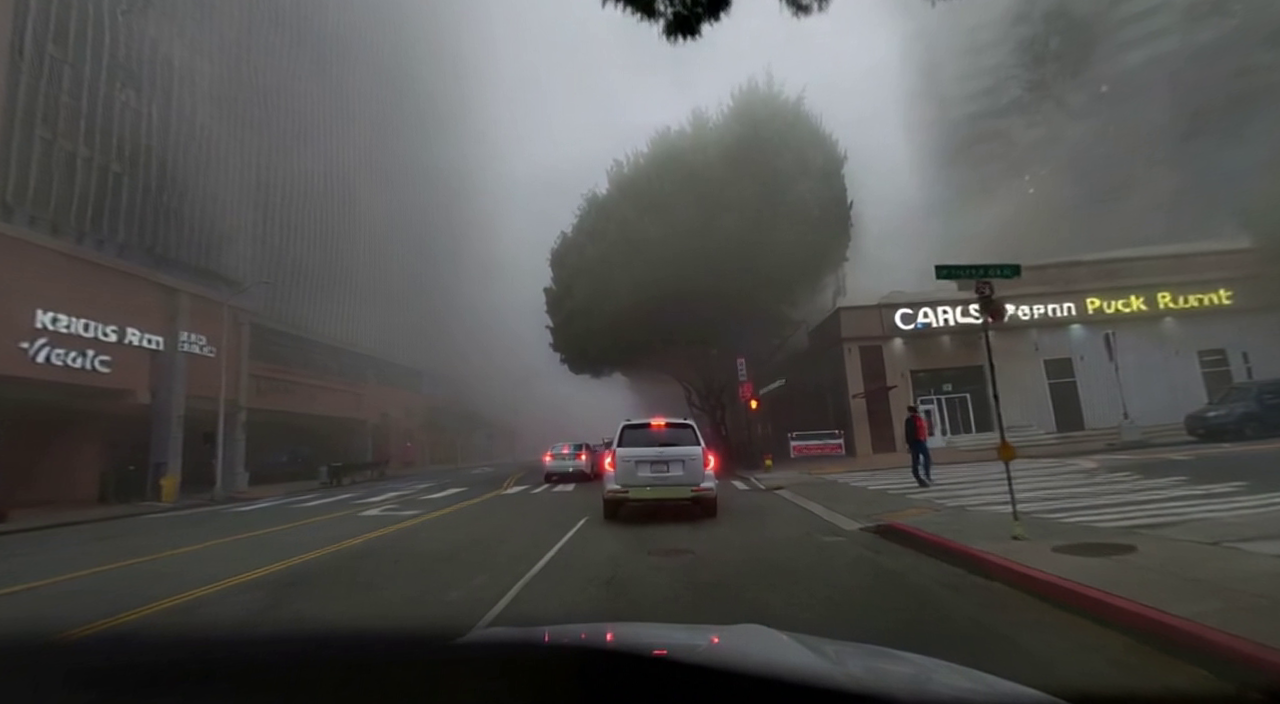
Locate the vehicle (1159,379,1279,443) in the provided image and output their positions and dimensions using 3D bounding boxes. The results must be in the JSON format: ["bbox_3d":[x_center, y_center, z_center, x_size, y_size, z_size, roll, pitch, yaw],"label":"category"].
[{"bbox_3d":[16.902,1.588,16.705,4.474,1.583,1.970,-1,-8,2],"label":"vehicle"}]

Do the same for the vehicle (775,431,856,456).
[{"bbox_3d":[10.770,5.649,39.038,4.426,1.490,1.862,-1,-8,3],"label":"vehicle"}]

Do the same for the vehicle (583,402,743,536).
[{"bbox_3d":[0.354,2.092,11.840,2.352,1.953,4.796,0,-8,0],"label":"vehicle"}]

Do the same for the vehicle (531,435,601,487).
[{"bbox_3d":[-2.638,3.997,23.453,2.023,1.702,4.152,-1,-8,1],"label":"vehicle"}]
